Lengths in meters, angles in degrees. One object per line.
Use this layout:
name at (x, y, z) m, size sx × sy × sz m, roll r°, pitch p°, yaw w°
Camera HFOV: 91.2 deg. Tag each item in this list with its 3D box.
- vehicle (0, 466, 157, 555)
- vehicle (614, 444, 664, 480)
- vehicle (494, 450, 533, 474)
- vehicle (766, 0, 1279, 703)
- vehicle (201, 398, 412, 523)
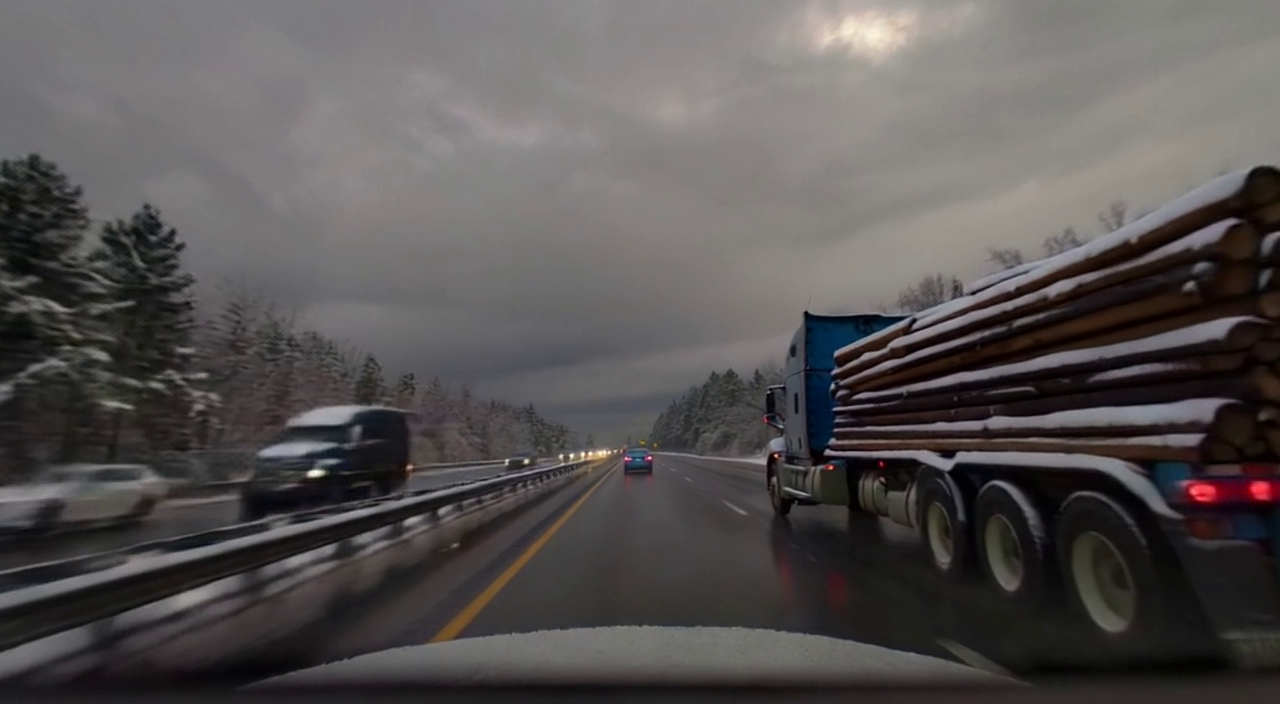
vehicle at (-12.932, 3.280, 13.389) m, size 1.935 × 1.530 × 4.142 m, roll 0°, pitch -9°, yaw -1°
vehicle at (-0.065, 5.051, 28.928) m, size 2.099 × 1.506 × 4.097 m, roll -1°, pitch -9°, yaw -1°
vehicle at (-8.847, 7.762, 44.262) m, size 1.916 × 1.572 × 4.056 m, roll -1°, pitch -9°, yaw 0°
vehicle at (4.196, 0.452, 7.576) m, size 2.996 × 3.942 × 10.600 m, roll -1°, pitch -9°, yaw -1°
vehicle at (-8.588, 2.894, 17.155) m, size 2.451 × 2.748 × 6.073 m, roll -1°, pitch -9°, yaw -1°
